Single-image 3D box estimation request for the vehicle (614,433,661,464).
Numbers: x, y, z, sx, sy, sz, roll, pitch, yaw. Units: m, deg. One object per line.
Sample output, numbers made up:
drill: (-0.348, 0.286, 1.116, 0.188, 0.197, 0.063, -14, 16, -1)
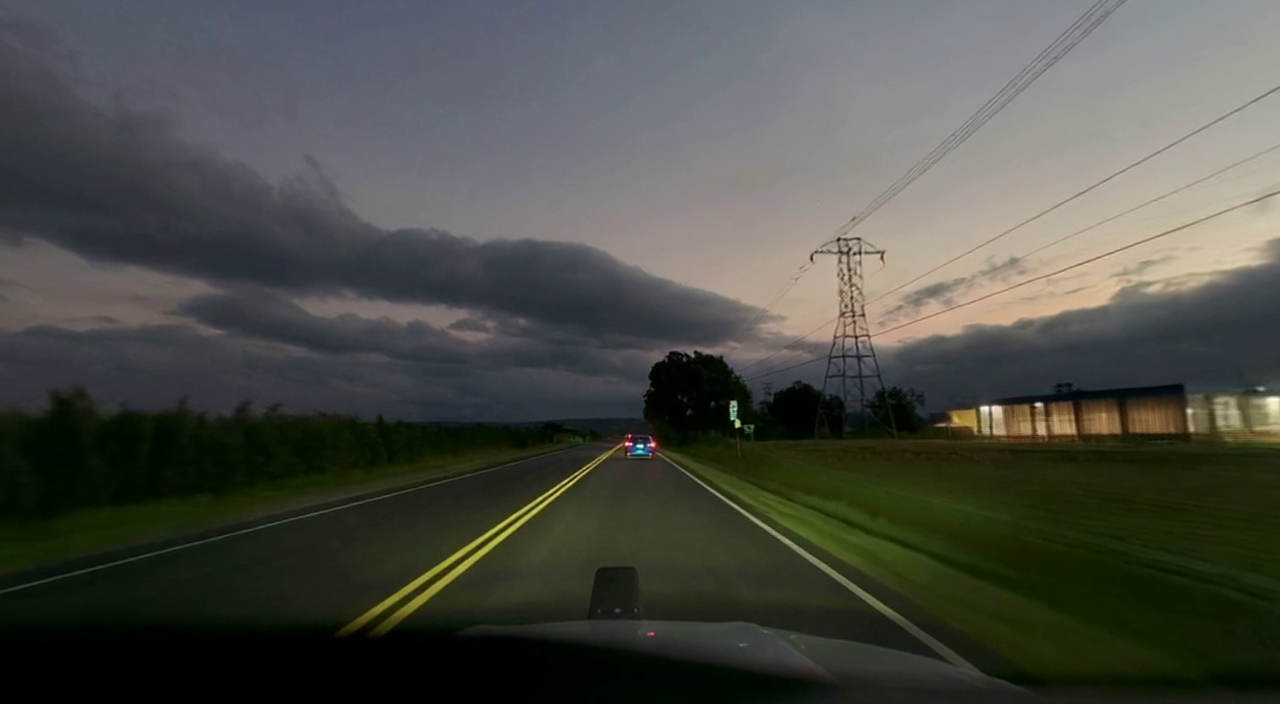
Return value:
vehicle: (-0.138, 4.911, 32.279, 2.241, 1.471, 3.829, 0, -8, -1)
